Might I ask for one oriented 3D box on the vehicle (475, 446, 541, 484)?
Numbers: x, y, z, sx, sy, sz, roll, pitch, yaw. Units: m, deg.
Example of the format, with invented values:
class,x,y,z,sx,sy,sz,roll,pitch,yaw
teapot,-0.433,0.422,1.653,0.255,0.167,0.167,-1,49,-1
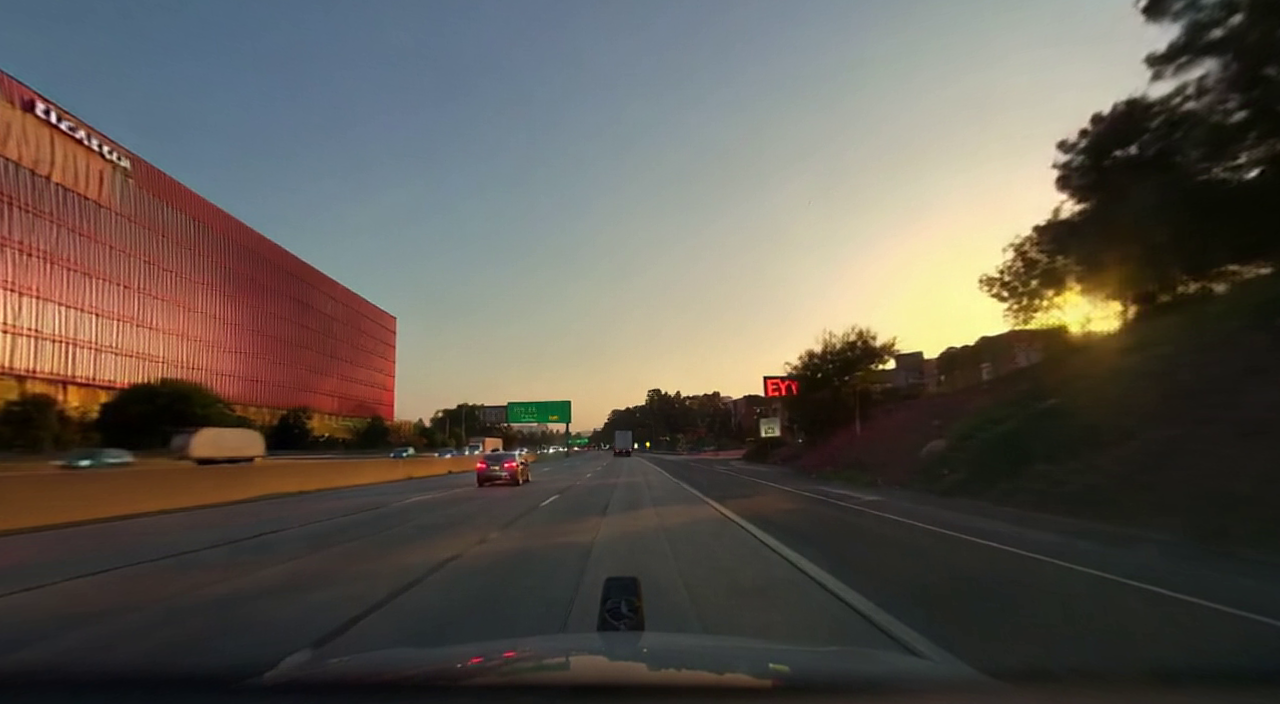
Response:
class,x,y,z,sx,sy,sz,roll,pitch,yaw
vehicle,-5.649,4.867,27.463,1.943,1.510,4.201,0,-9,0
